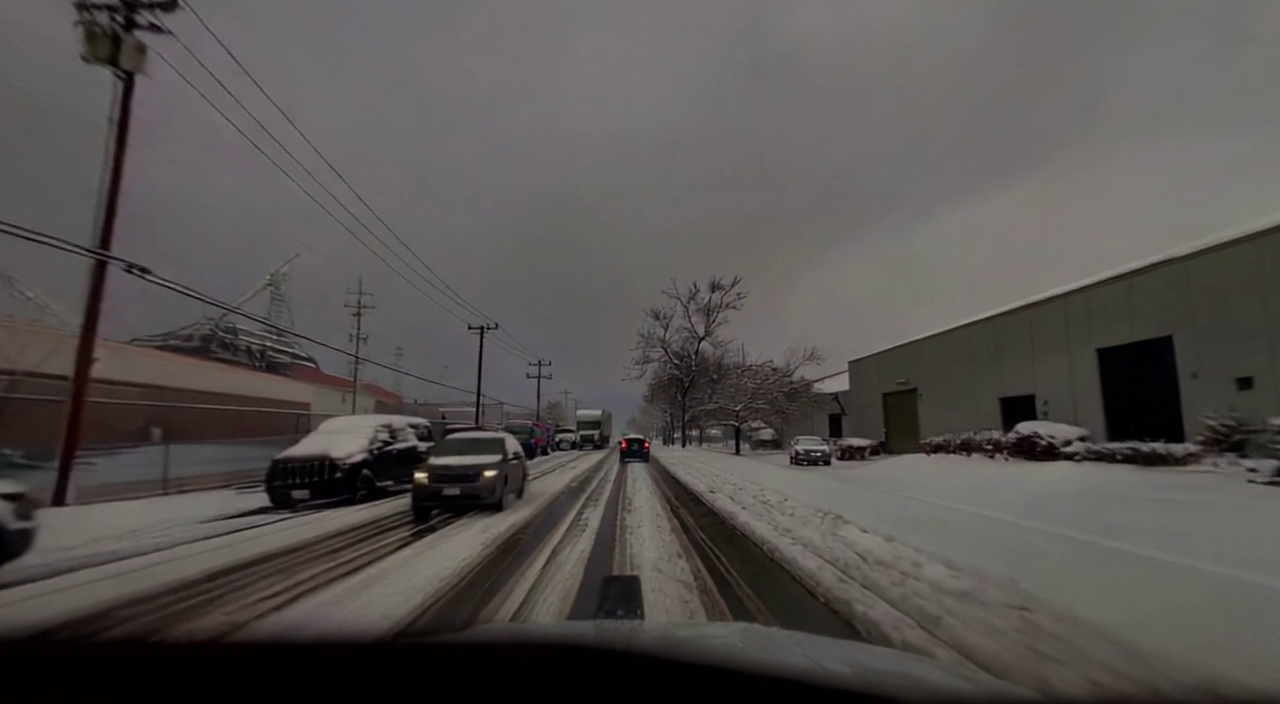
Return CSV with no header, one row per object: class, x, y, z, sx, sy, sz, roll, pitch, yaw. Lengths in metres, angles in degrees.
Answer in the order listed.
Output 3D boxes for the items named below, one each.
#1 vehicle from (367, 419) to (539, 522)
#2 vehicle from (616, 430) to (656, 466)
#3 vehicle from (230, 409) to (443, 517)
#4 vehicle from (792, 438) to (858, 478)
vehicle,-3.472,2.270,12.747,2.157,1.703,4.310,0,-8,0
vehicle,-0.240,5.401,35.638,2.152,1.874,4.042,0,-8,-1
vehicle,-6.420,2.473,14.296,2.139,1.943,5.295,-1,-9,1
vehicle,8.248,4.713,28.432,1.874,1.669,4.083,0,-8,2
